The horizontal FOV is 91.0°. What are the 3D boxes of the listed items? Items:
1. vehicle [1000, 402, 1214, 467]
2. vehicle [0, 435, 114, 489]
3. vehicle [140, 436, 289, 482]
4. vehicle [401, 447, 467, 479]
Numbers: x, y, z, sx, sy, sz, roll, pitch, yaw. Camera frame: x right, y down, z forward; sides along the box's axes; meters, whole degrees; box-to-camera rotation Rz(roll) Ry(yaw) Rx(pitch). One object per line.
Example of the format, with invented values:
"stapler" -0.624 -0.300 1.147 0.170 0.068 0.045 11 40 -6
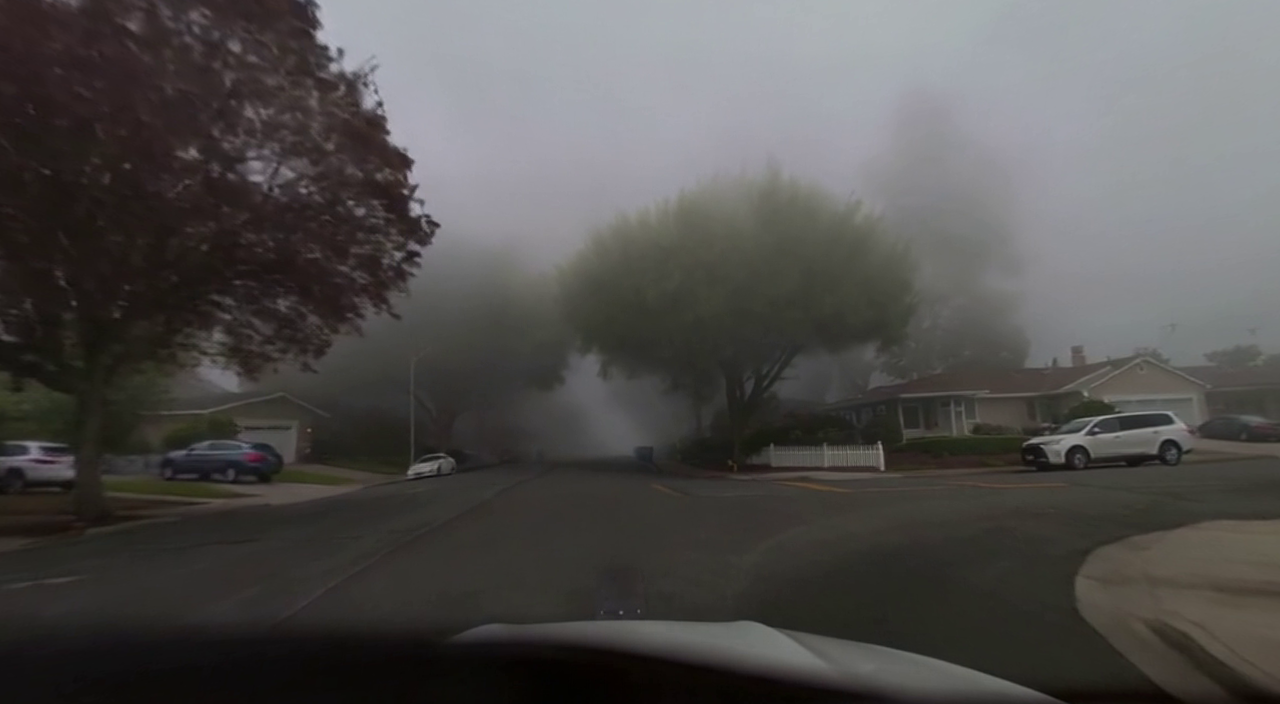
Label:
"vehicle" 16.153 2.928 21.910 6.088 2.084 2.337 2 -10 -12
"vehicle" -19.923 3.436 19.759 1.829 1.584 4.748 -4 -10 25
"vehicle" -17.957 4.548 26.804 4.683 1.849 2.044 1 -9 -8
"vehicle" -10.442 5.641 32.273 2.040 1.525 5.212 1 -9 -5
